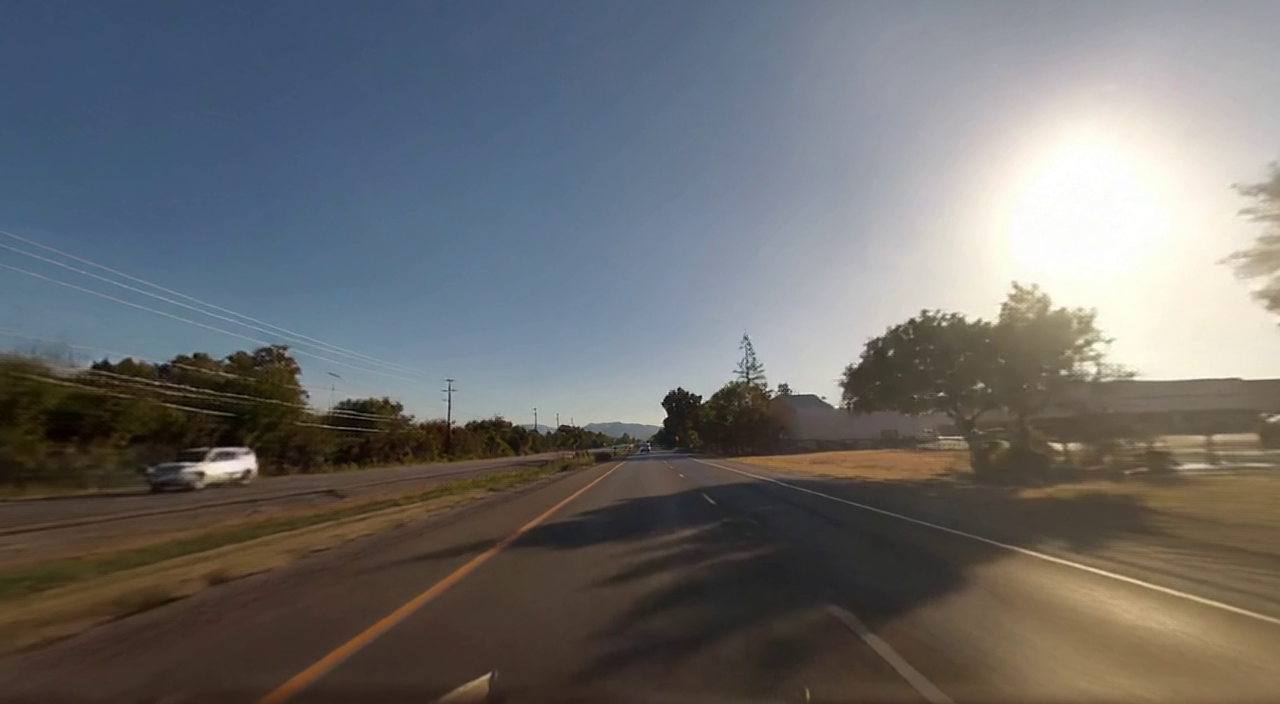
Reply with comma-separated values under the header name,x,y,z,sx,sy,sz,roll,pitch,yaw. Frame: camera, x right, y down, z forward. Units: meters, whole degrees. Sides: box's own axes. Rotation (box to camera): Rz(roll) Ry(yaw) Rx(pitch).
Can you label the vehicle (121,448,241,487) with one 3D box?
name,x,y,z,sx,sy,sz,roll,pitch,yaw
vehicle,-21.246,5.340,29.479,1.991,1.618,4.648,-1,-8,1
